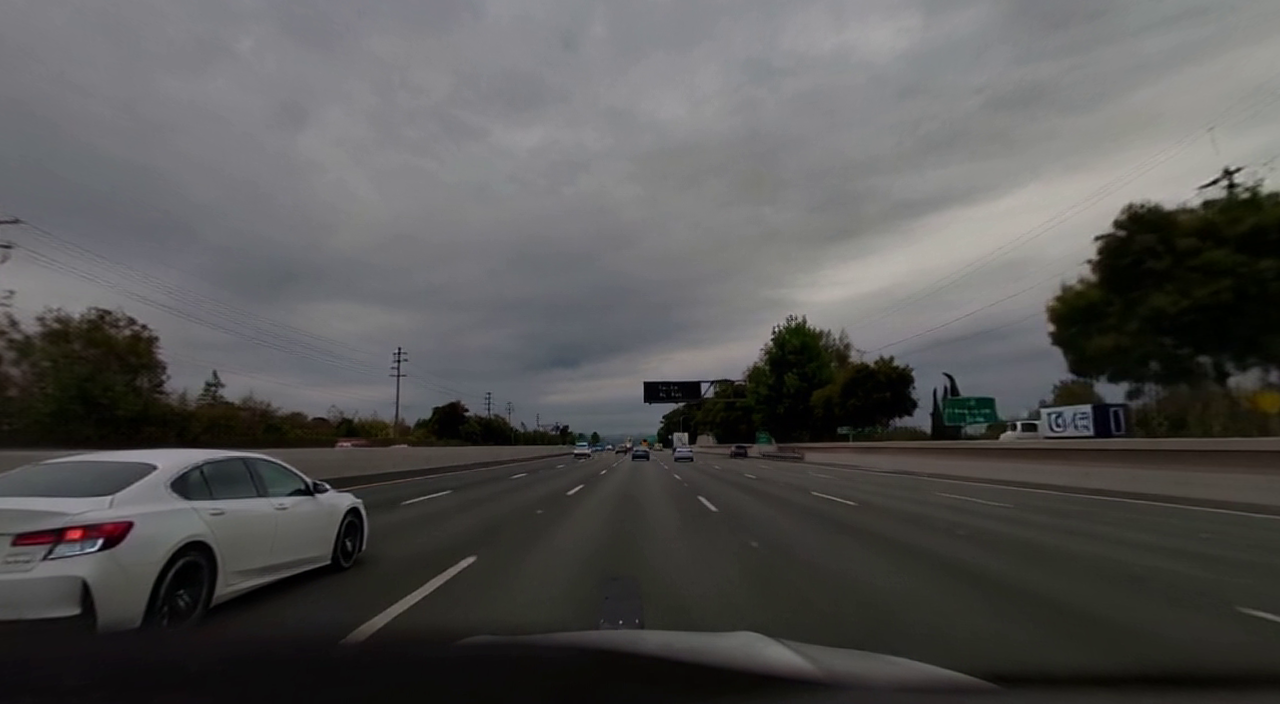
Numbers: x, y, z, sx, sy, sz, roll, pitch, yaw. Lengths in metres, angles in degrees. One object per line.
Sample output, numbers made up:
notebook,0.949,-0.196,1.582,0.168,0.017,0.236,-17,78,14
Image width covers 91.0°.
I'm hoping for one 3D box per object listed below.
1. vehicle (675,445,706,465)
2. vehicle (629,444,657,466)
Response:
vehicle,3.865,7.977,48.809,2.076,1.506,4.050,0,-9,1
vehicle,0.205,7.965,48.861,2.066,1.562,4.198,0,-9,0
